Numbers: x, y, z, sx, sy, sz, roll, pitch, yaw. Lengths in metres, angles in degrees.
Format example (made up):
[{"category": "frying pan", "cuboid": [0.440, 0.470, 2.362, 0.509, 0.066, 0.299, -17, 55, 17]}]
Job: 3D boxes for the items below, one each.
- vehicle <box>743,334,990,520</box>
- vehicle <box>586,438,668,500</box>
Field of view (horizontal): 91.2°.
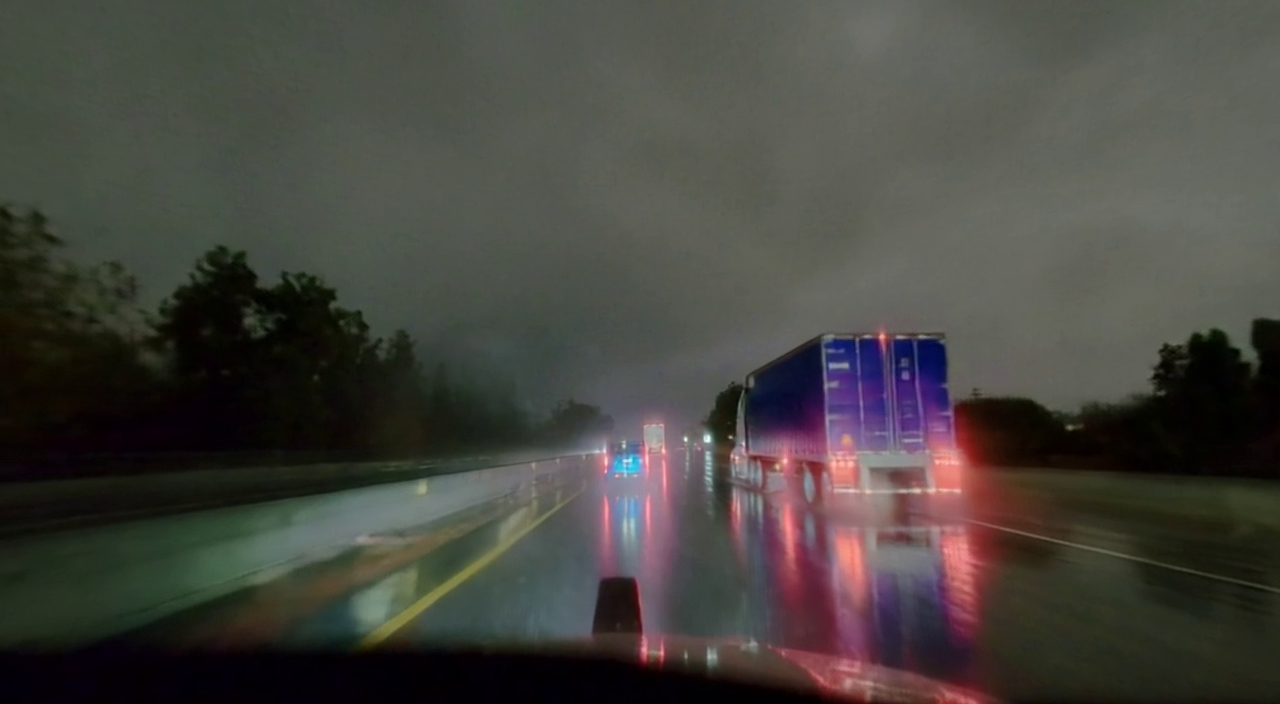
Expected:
[{"category": "vehicle", "cuboid": [4.508, 1.816, 14.498, 2.791, 3.201, 7.145, 0, -9, -1]}, {"category": "vehicle", "cuboid": [-0.343, 3.220, 17.585, 2.066, 1.490, 3.759, -1, -9, 0]}]
